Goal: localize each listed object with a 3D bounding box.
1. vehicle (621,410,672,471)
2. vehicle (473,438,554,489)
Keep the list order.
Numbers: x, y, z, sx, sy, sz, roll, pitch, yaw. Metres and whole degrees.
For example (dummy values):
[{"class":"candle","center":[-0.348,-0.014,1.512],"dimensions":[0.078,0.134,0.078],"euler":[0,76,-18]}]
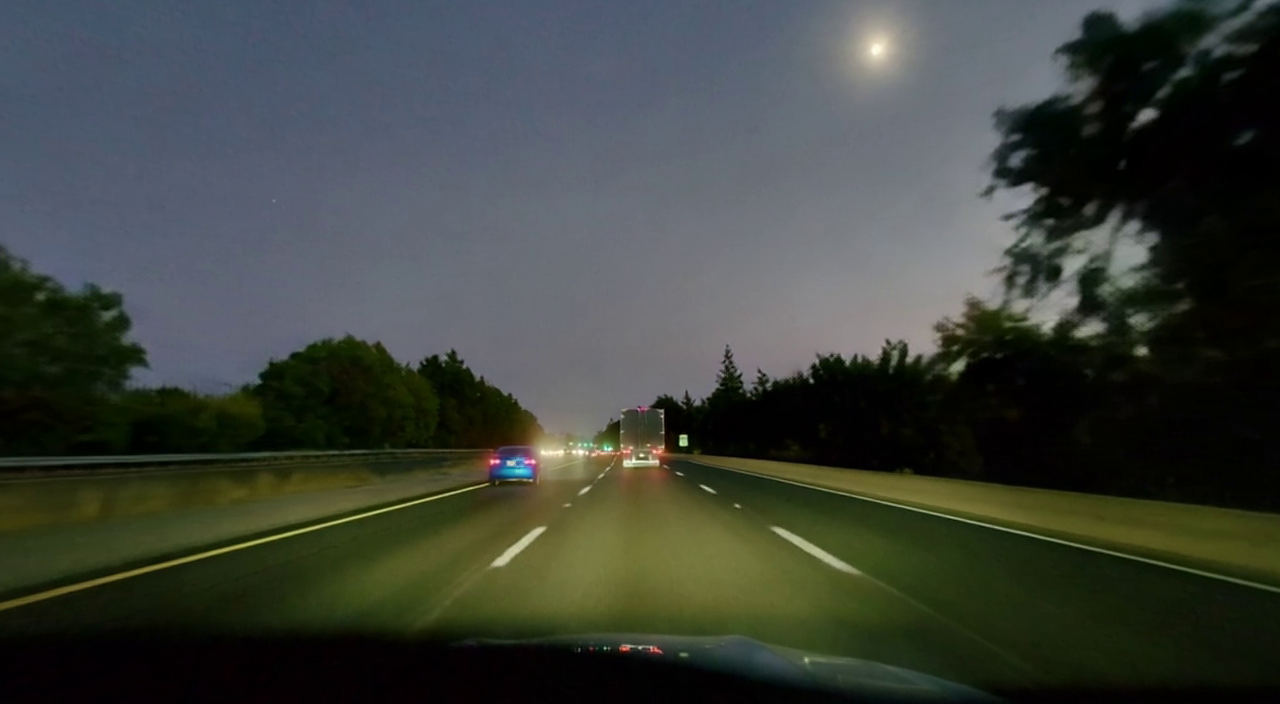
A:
[{"class":"vehicle","center":[0.240,5.985,42.072],"dimensions":[2.893,3.628,9.081],"euler":[0,-9,-3]},{"class":"vehicle","center":[-4.266,3.833,21.923],"dimensions":[1.977,1.602,3.944],"euler":[0,-9,0]}]
